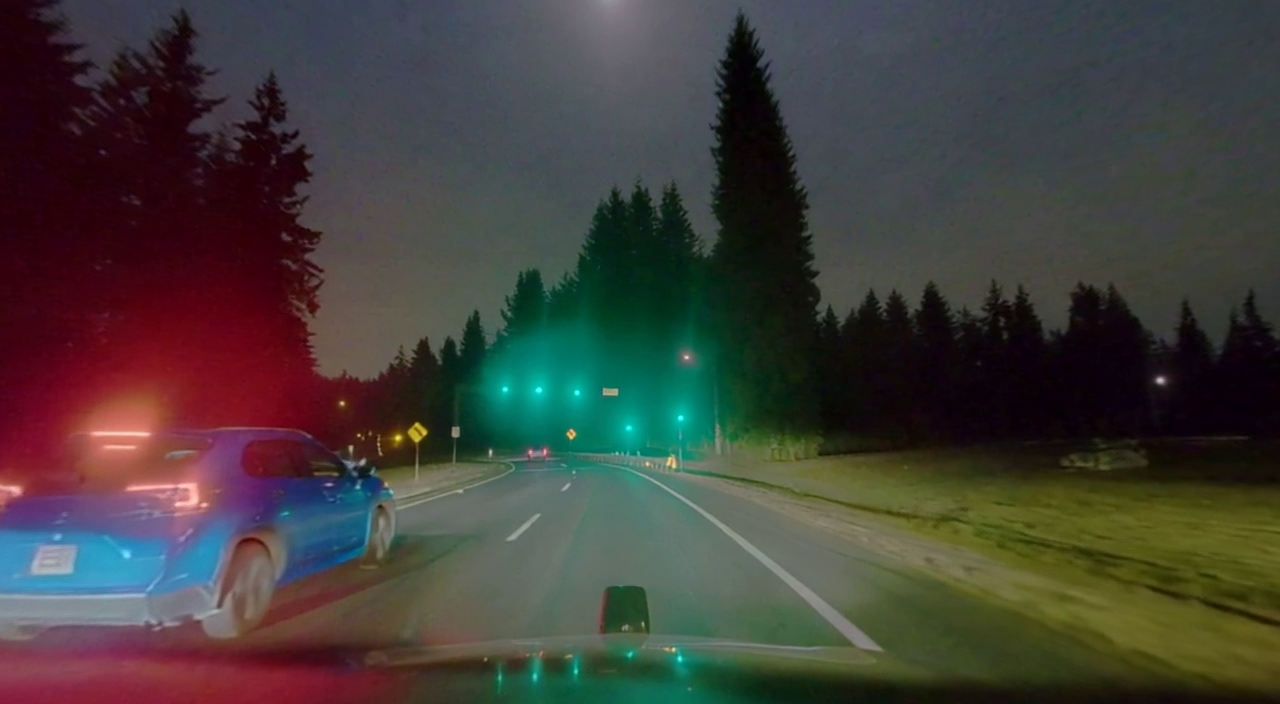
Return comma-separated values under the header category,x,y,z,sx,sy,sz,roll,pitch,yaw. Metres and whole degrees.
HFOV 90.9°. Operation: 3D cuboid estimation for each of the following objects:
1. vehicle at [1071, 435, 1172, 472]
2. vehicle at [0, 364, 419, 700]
category,x,y,z,sx,sy,sz,roll,pitch,yaw
vehicle,21.539,4.515,28.177,4.141,1.451,1.720,2,-10,-25
vehicle,-4.151,1.351,6.044,2.336,1.857,4.986,0,-8,-1
